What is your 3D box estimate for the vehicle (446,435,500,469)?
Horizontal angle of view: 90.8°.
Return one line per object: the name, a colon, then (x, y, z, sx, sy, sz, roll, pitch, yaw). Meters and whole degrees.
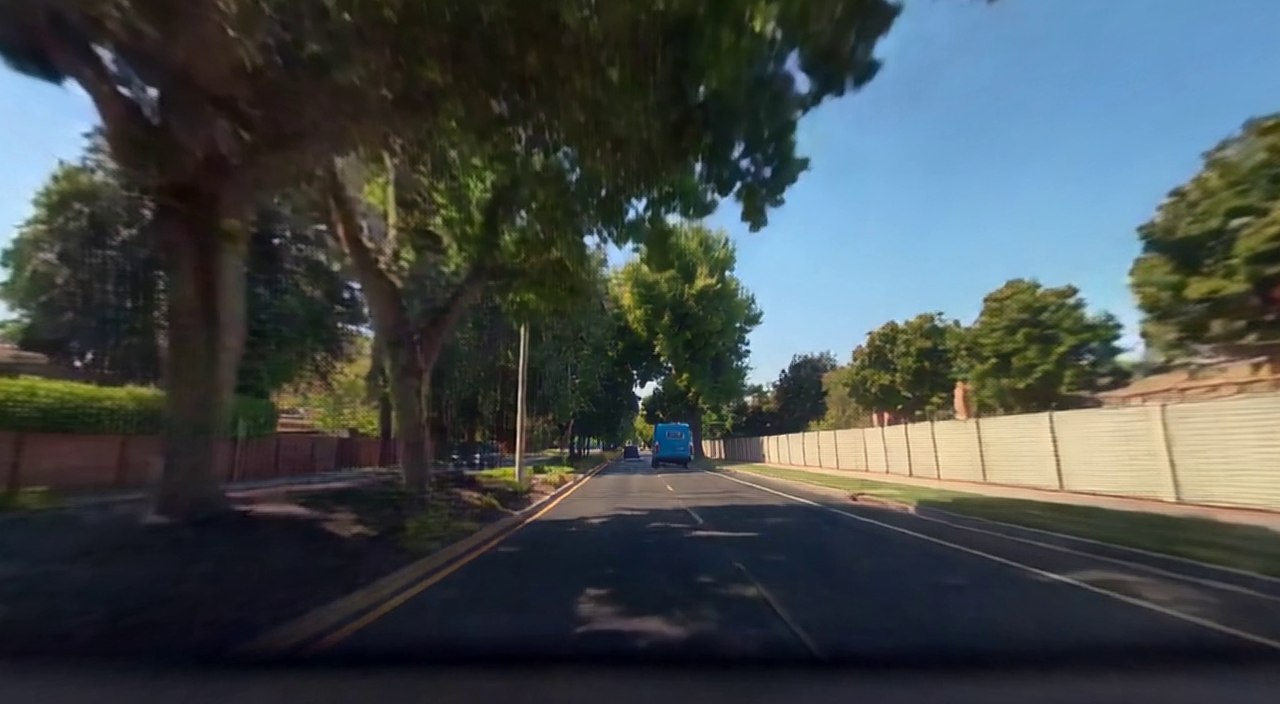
vehicle: (-12.344, 7.424, 47.219, 2.418, 2.348, 5.867, 0, -8, 0)
